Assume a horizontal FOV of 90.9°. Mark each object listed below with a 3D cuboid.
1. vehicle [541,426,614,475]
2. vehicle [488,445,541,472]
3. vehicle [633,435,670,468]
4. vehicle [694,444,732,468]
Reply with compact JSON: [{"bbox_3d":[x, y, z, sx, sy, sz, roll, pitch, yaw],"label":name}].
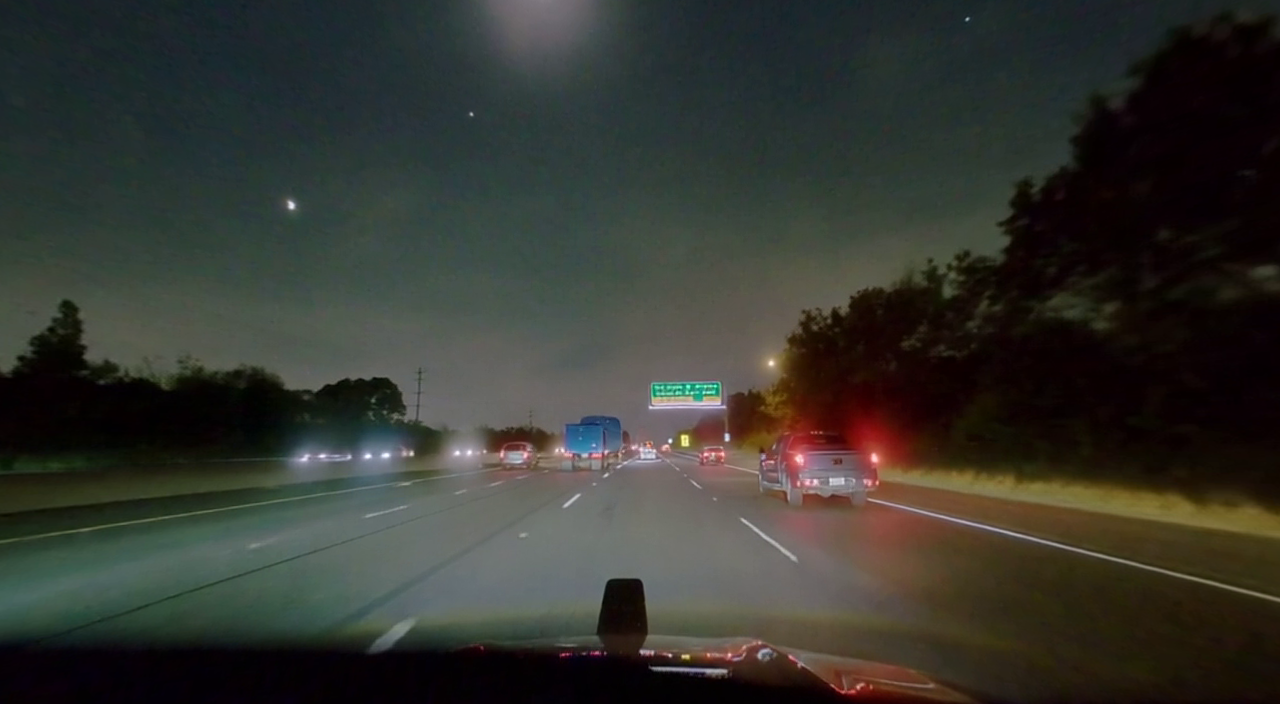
[{"bbox_3d":[-3.385,6.012,38.997,2.854,2.379,16.653,0,-8,0],"label":"vehicle"},{"bbox_3d":[-7.095,6.068,36.182,1.965,1.437,4.592,0,-8,2],"label":"vehicle"},{"bbox_3d":[0.769,6.676,42.448,2.309,2.023,5.130,0,-8,0],"label":"vehicle"},{"bbox_3d":[4.838,6.931,42.293,1.993,1.474,4.230,0,-8,-1],"label":"vehicle"}]
